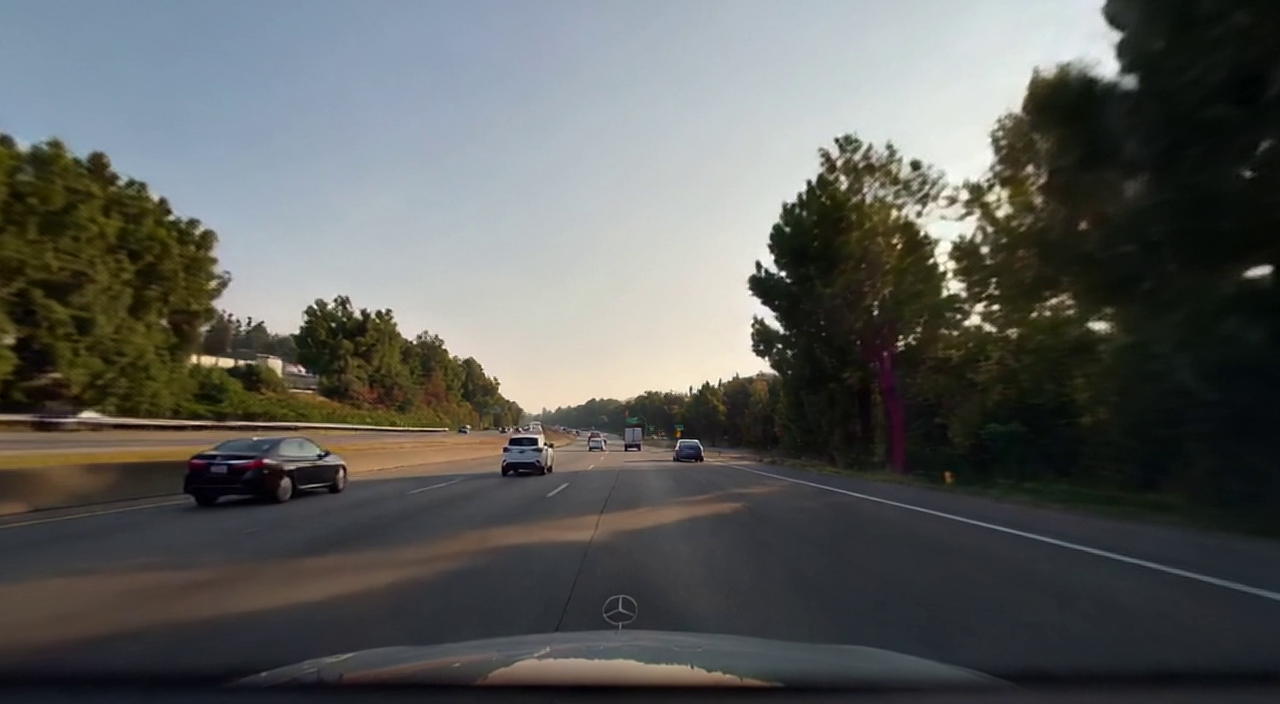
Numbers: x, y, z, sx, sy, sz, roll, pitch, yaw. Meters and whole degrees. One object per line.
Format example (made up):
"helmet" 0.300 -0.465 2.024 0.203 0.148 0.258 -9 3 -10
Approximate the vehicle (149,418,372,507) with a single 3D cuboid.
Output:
"vehicle" -8.323 2.478 14.502 2.237 1.703 4.681 0 -8 -1

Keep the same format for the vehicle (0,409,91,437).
"vehicle" -34.986 4.228 37.003 1.683 1.458 4.062 0 -8 1

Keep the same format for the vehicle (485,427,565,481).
"vehicle" -3.911 3.566 22.206 2.002 1.680 4.301 0 -8 0

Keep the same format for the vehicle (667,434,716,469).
"vehicle" 2.642 5.210 33.173 2.053 1.698 4.097 0 -8 -2
